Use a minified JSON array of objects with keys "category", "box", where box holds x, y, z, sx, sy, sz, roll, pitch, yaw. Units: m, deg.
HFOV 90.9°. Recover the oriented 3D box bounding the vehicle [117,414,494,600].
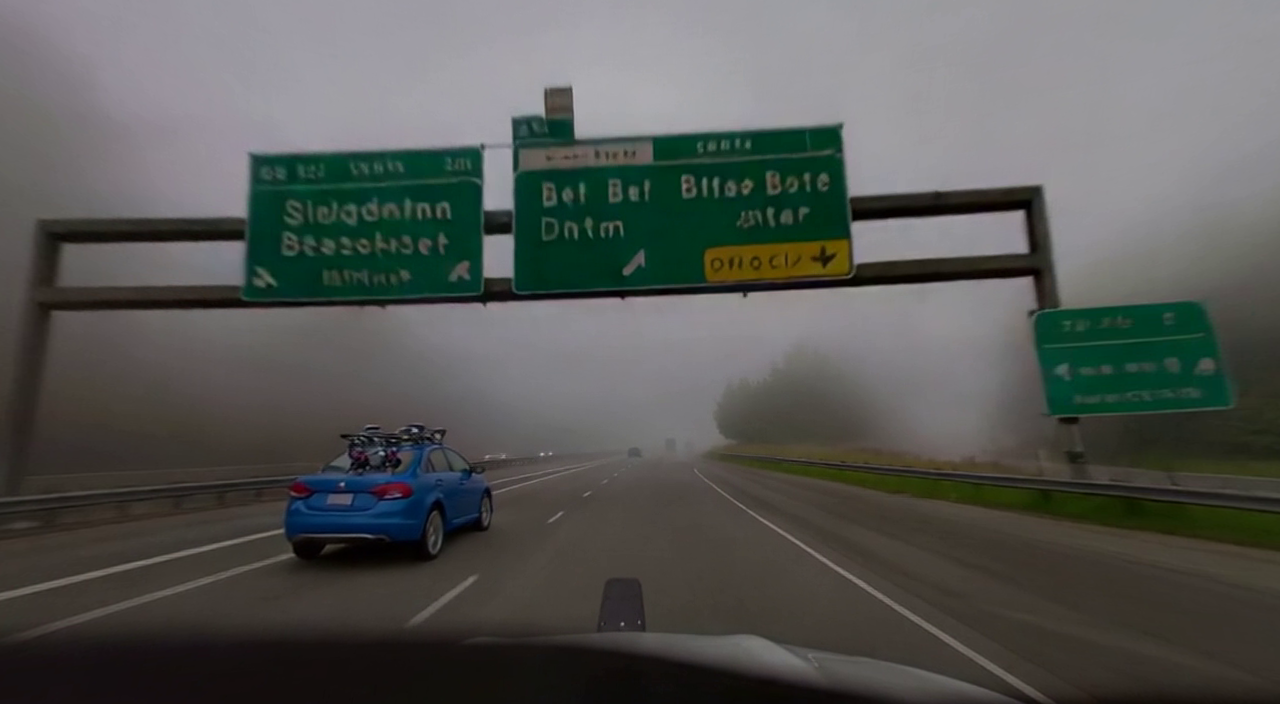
[{"category":"vehicle","box":[-3.336,1.650,7.561,2.108,1.557,4.344,0,-9,0]}]
